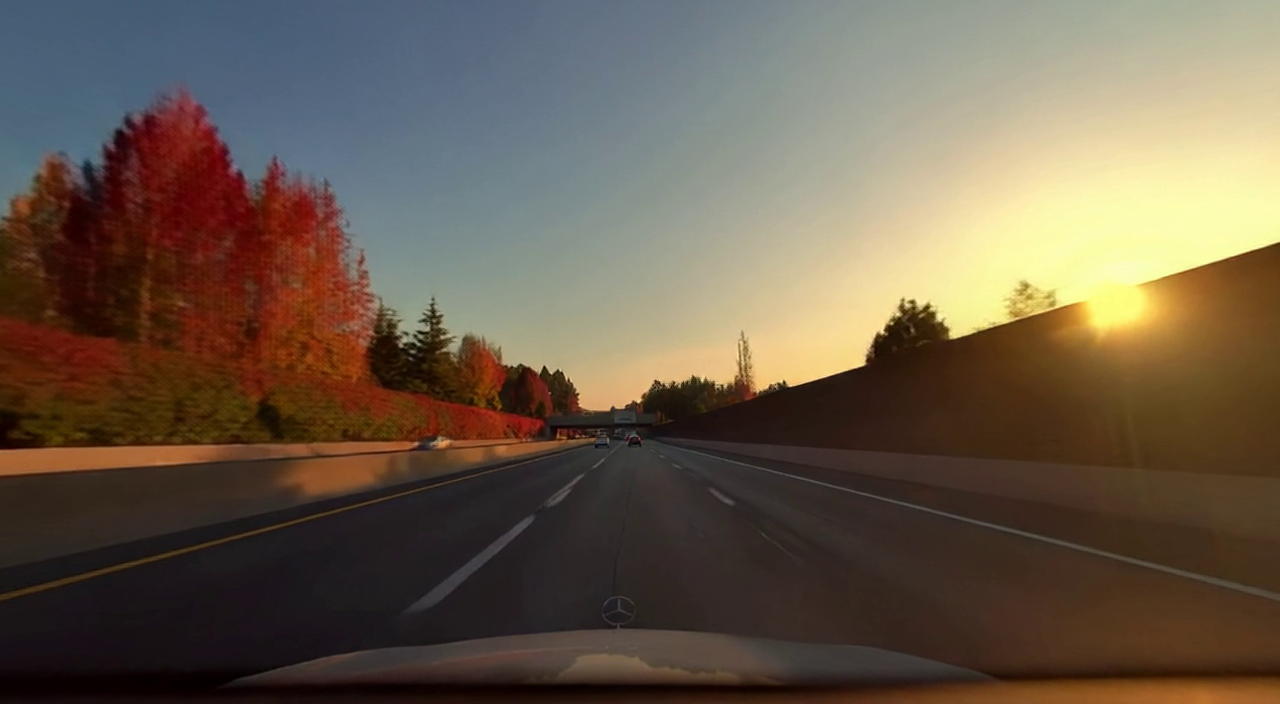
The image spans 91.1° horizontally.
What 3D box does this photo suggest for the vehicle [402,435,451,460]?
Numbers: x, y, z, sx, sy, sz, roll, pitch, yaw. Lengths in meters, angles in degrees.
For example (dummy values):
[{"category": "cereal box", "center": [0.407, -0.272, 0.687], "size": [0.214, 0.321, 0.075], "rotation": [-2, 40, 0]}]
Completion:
[{"category": "vehicle", "center": [-16.571, 7.408, 49.100], "size": [1.997, 1.795, 5.328], "rotation": [0, -8, 0]}]
